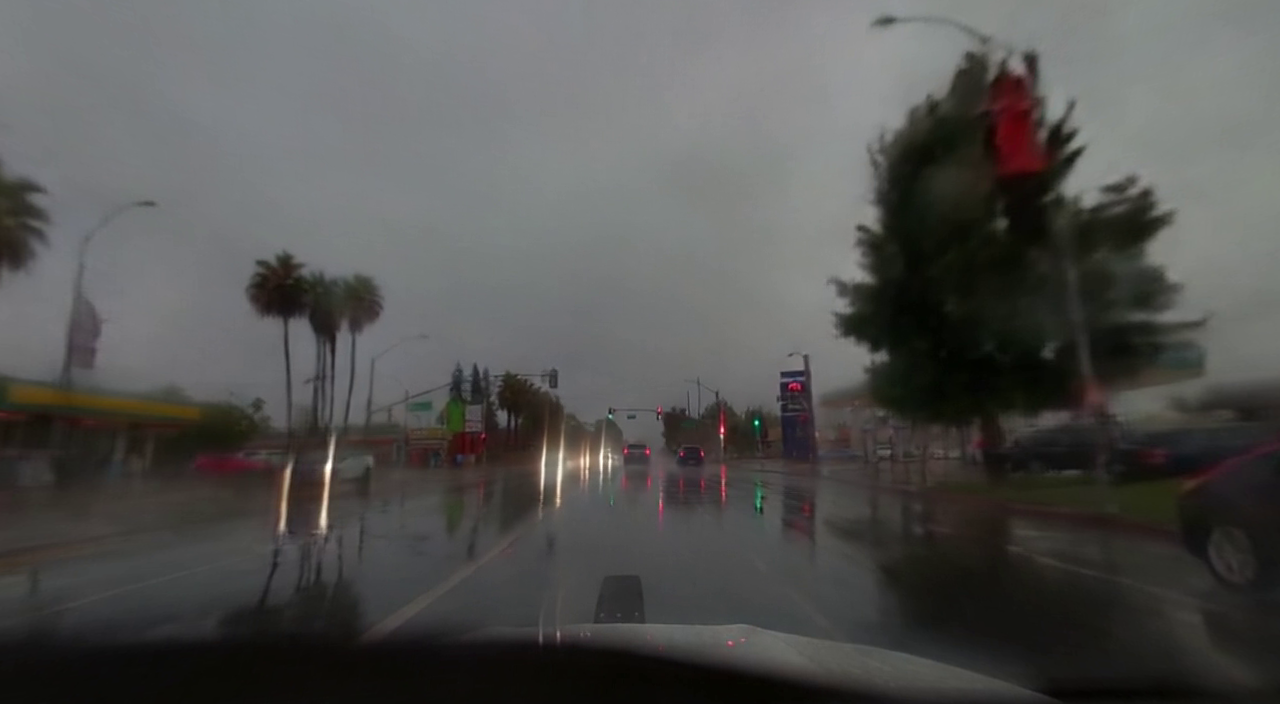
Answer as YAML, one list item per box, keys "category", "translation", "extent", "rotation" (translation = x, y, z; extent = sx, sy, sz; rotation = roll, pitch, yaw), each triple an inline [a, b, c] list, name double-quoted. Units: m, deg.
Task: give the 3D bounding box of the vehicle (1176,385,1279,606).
- category: "vehicle"
  translation: [6.360, 0.951, 3.692]
  extent: [2.066, 1.807, 4.893]
  rotation: [0, -9, -1]

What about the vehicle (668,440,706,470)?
- category: "vehicle"
  translation: [3.160, 7.099, 43.804]
  extent: [2.190, 1.913, 5.174]
  rotation: [0, -9, -1]

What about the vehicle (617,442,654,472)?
- category: "vehicle"
  translation: [-0.271, 6.637, 40.174]
  extent: [2.177, 1.754, 3.815]
  rotation: [0, -9, 0]

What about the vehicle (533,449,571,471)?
- category: "vehicle"
  translation: [-6.204, 7.680, 45.191]
  extent: [1.979, 1.480, 4.553]
  rotation: [0, -9, 1]

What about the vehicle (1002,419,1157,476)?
- category: "vehicle"
  translation: [15.895, 3.503, 23.304]
  extent: [2.144, 1.816, 4.688]
  rotation: [-1, -8, -2]

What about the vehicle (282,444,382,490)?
- category: "vehicle"
  translation: [-13.311, 4.974, 27.724]
  extent: [2.111, 1.791, 4.542]
  rotation: [0, -9, 0]
